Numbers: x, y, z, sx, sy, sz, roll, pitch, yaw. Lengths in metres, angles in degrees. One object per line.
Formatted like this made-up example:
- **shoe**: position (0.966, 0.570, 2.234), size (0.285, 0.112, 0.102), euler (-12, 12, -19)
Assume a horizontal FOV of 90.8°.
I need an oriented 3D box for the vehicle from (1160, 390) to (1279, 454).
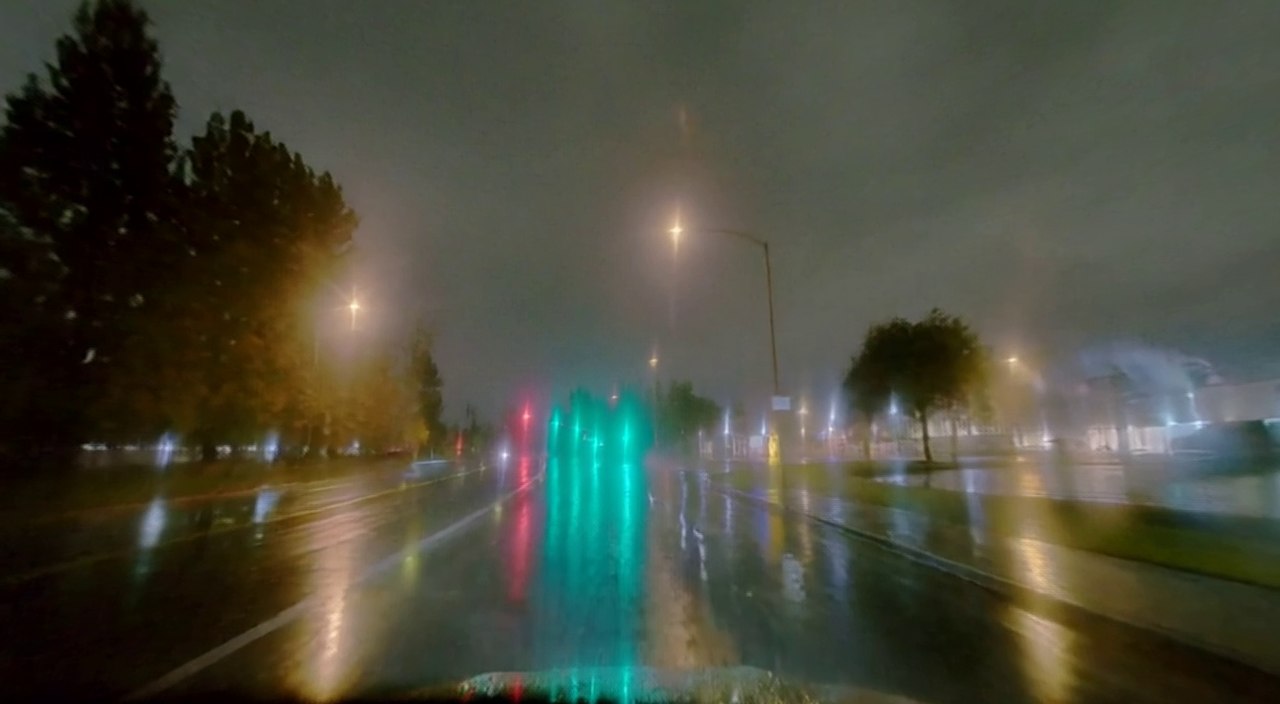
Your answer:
- **vehicle**: position (45.127, 4.876, 43.750), size (16.640, 4.121, 3.102), euler (1, -8, -7)
